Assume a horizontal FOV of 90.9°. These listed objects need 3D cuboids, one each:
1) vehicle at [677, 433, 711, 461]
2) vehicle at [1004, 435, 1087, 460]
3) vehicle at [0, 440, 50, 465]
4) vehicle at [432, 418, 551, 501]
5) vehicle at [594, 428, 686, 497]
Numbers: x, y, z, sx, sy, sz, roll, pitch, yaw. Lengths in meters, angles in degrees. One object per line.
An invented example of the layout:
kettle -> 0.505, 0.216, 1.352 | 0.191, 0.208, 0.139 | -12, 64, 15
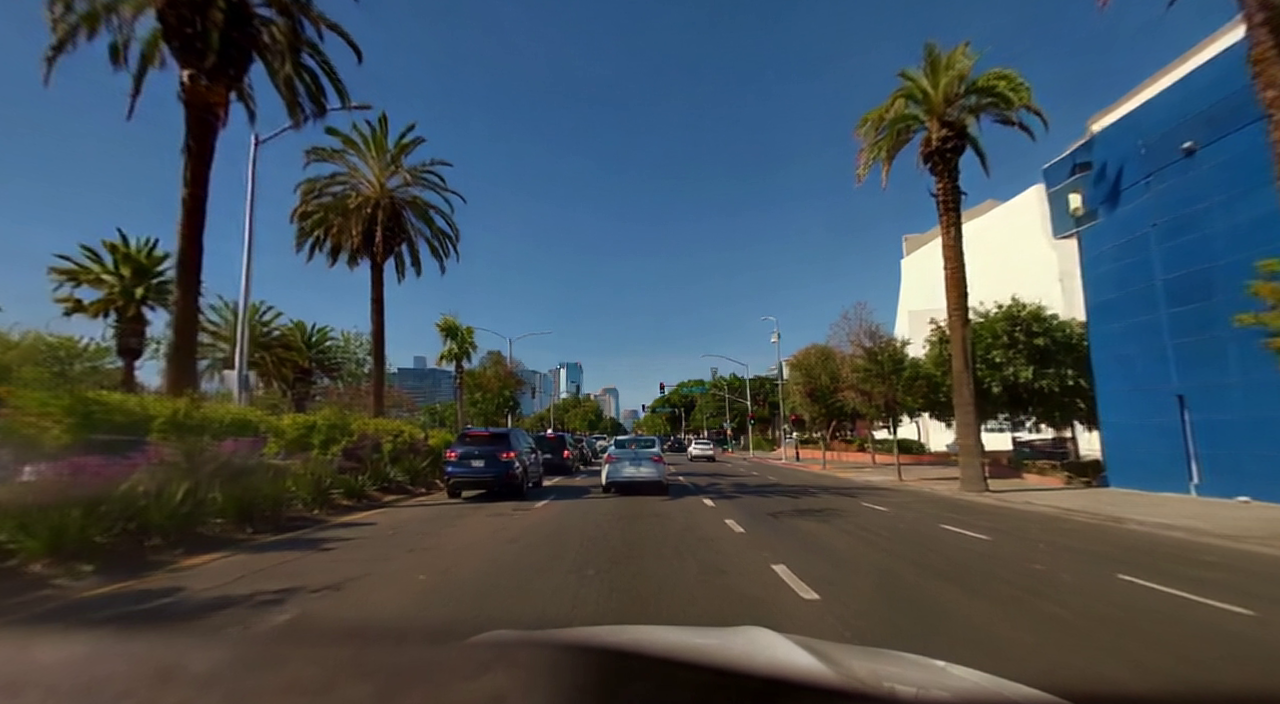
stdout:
vehicle -> 3.712, 6.727, 44.455 | 1.992, 1.834, 4.572 | 0, -9, 0
vehicle -> 25.438, 6.020, 39.622 | 3.914, 1.427, 1.779 | -1, -8, 1
vehicle -> -36.961, 5.837, 36.757 | 1.608, 1.428, 3.457 | -8, -12, 42
vehicle -> -3.469, 2.611, 15.610 | 1.914, 1.741, 4.398 | 0, -9, -1
vehicle -> -0.006, 2.874, 16.693 | 2.114, 1.585, 4.285 | 0, -9, 0
